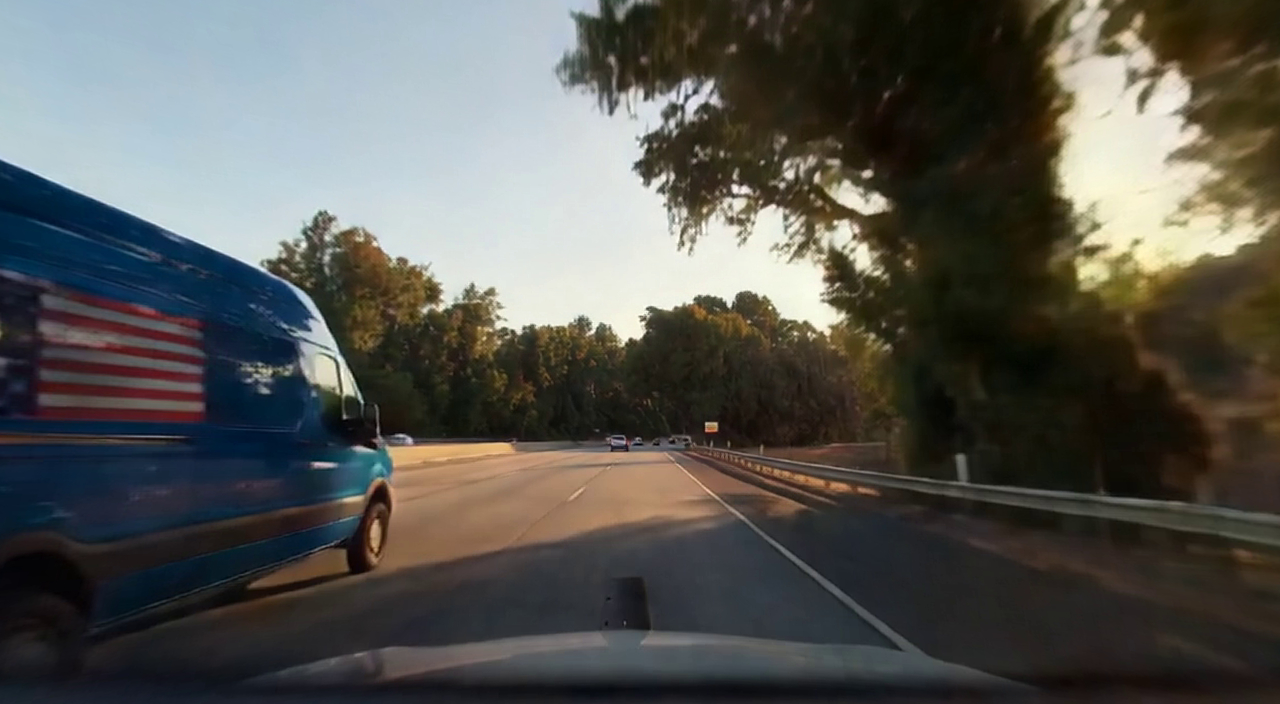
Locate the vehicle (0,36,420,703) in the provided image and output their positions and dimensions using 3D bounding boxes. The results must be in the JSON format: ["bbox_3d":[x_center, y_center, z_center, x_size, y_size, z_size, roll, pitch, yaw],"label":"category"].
[{"bbox_3d":[-3.733,0.407,4.227,2.319,2.883,5.632,0,-8,1],"label":"vehicle"}]
